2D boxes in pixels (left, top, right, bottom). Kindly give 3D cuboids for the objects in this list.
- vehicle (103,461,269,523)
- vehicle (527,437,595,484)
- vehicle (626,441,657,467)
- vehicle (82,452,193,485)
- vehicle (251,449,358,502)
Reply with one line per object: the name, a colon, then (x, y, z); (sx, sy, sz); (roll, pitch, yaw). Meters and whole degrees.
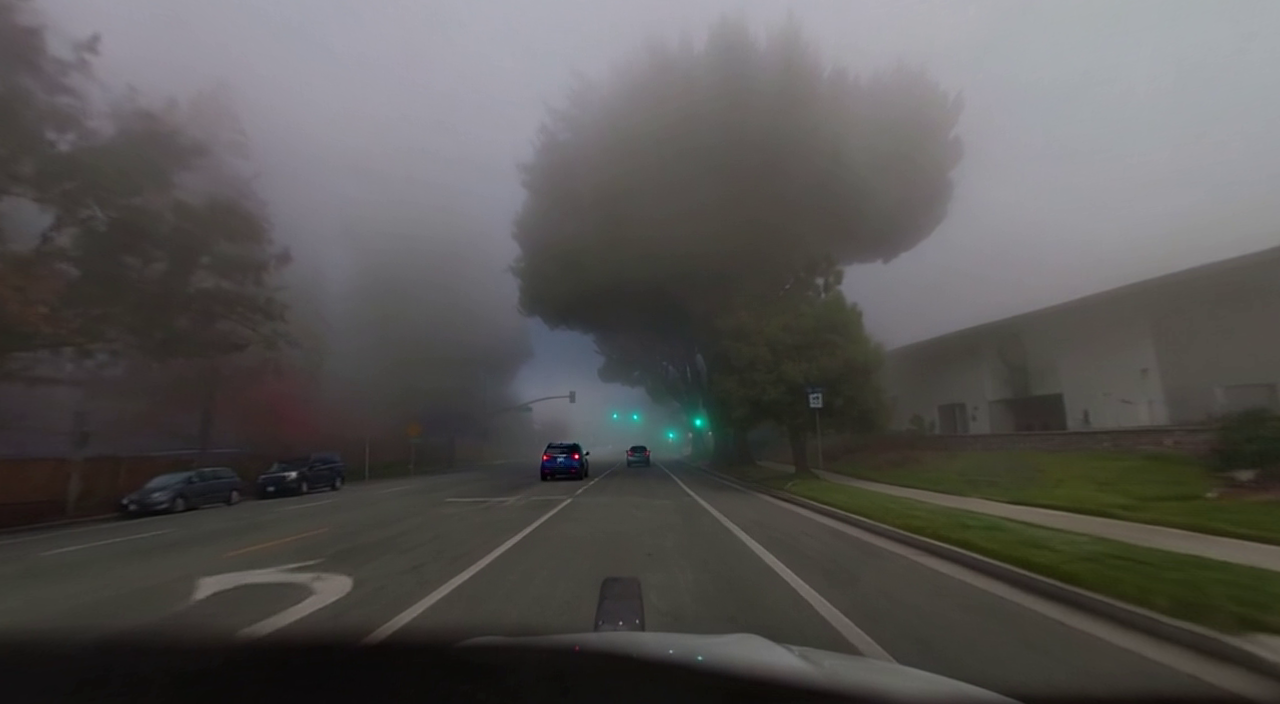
vehicle: (-14.278, 4.390, 20.306); (1.880, 1.476, 4.715); (-4, -8, 0)
vehicle: (-3.133, 4.404, 25.937); (2.097, 1.755, 4.336); (0, -8, 2)
vehicle: (0.052, 7.187, 44.847); (2.088, 1.735, 4.801); (0, -8, -1)
vehicle: (-27.854, 6.465, 35.168); (4.252, 1.708, 2.225); (0, -8, 1)
vehicle: (-14.097, 5.153, 26.910); (1.996, 1.886, 4.692); (-3, -8, 0)
